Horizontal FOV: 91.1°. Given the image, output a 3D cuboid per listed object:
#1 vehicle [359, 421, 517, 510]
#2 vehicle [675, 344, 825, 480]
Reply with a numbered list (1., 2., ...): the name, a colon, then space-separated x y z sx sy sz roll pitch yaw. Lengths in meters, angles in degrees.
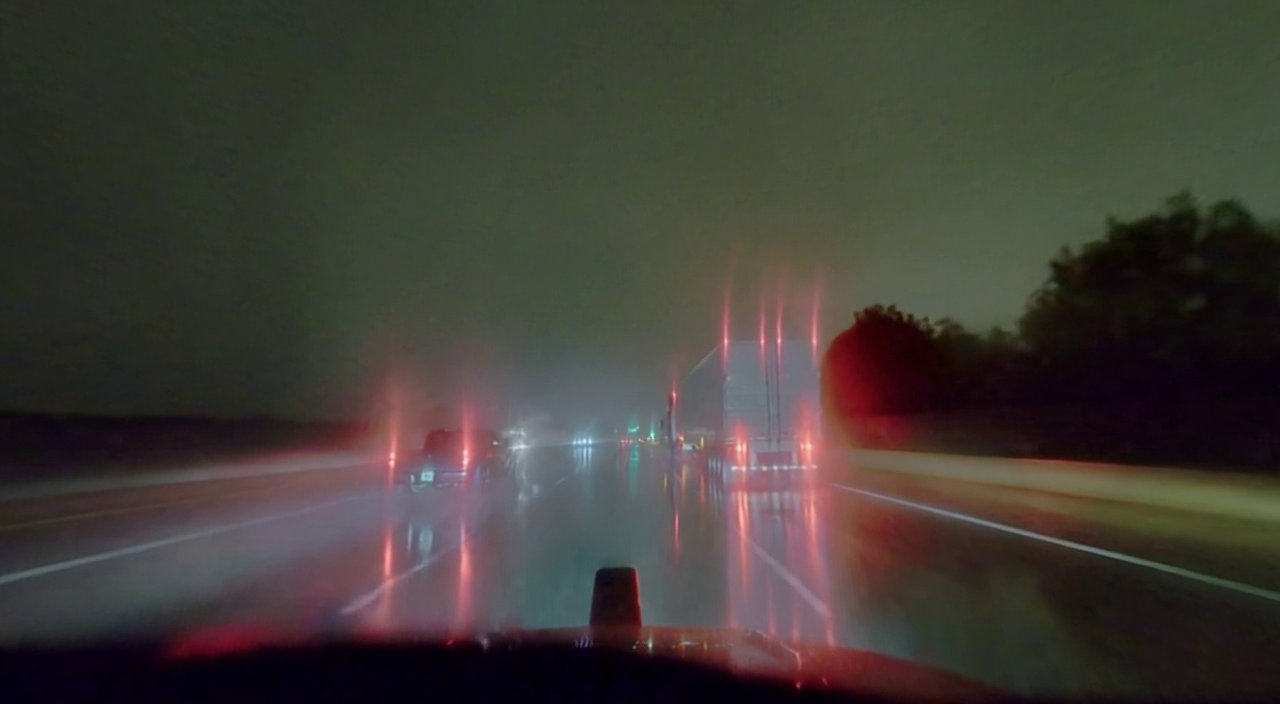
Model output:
1. vehicle: -4.083 2.344 13.539 2.044 1.604 4.144 0 -8 -1
2. vehicle: 3.841 3.007 28.054 3.144 4.168 17.594 0 -8 -1
